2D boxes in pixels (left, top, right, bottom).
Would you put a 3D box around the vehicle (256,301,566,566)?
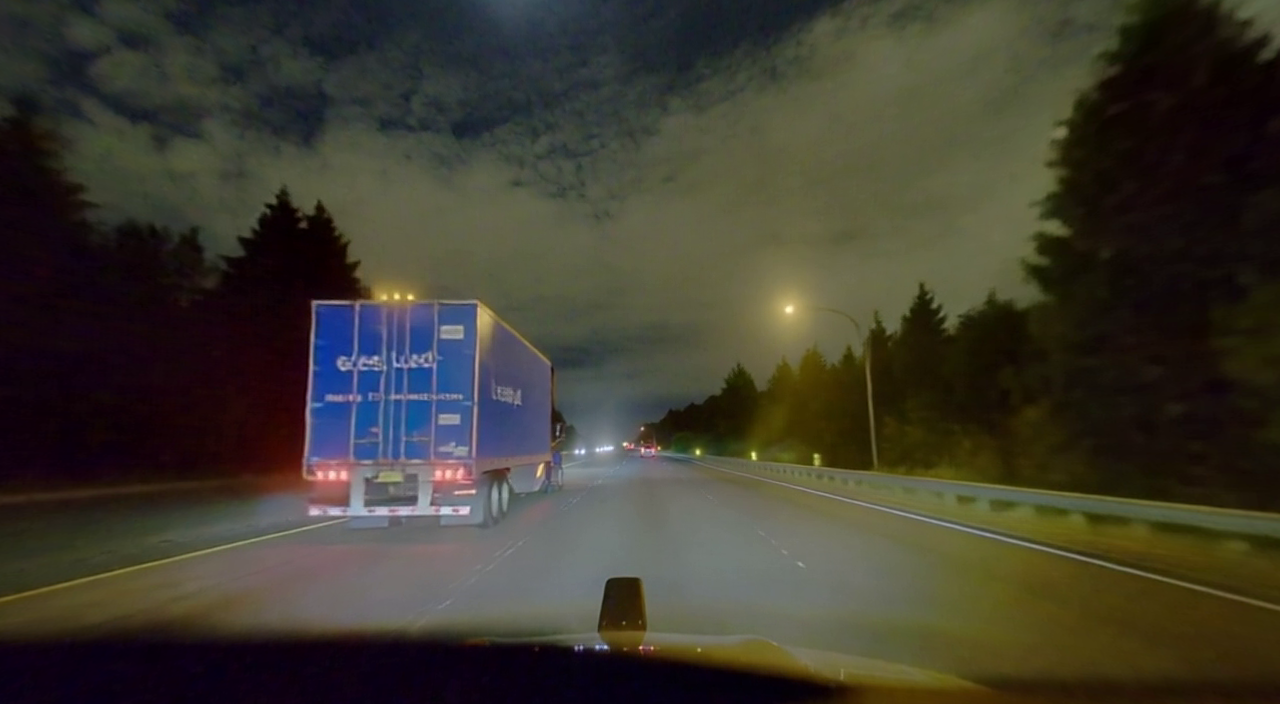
[{"bbox_3d":[-3.107,1.454,10.988,2.695,3.151,6.885,0,-9,1],"label":"vehicle"}]
